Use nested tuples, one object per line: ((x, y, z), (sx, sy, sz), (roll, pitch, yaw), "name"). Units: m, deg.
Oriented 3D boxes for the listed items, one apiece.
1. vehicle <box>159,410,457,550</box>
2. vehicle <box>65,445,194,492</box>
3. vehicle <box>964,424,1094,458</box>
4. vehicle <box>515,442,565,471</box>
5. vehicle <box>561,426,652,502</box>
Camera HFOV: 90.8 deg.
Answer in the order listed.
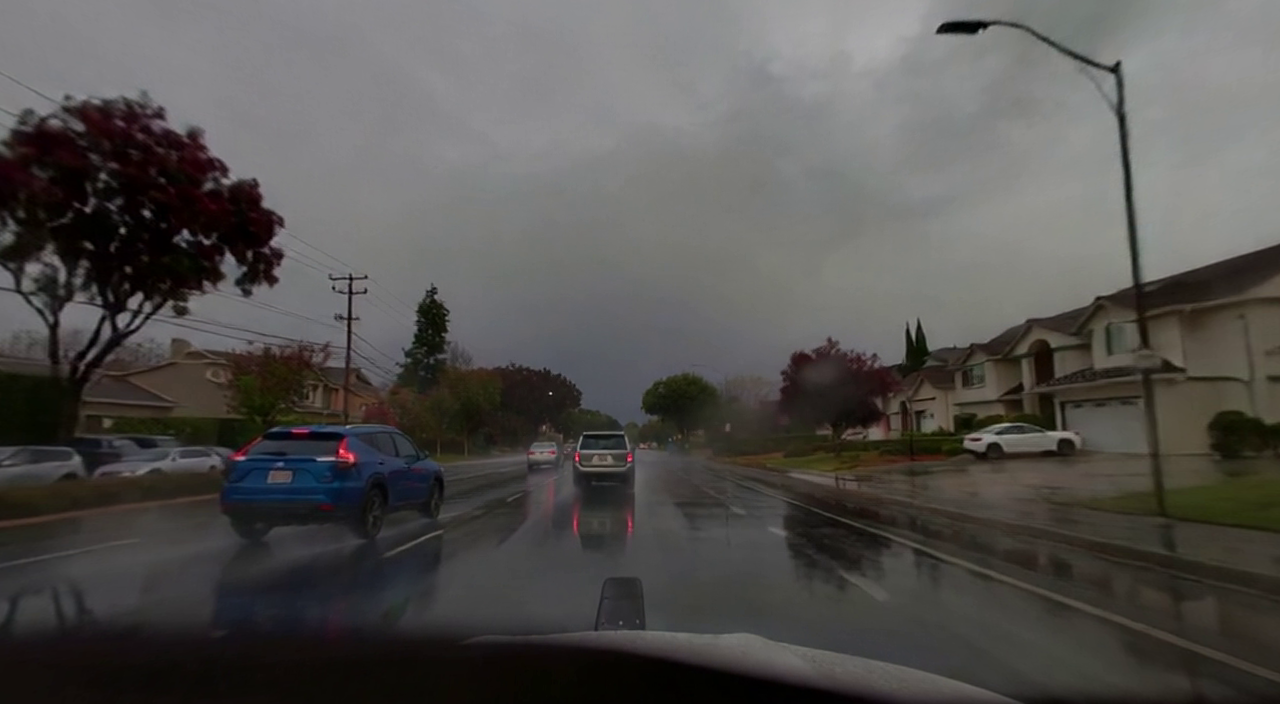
((-4.776, 1.923, 10.177), (2.243, 1.722, 4.621), (0, -8, 0), "vehicle")
((-19.405, 4.410, 24.274), (1.707, 1.523, 3.933), (-2, -7, -1), "vehicle")
((17.304, 3.978, 28.293), (4.500, 1.442, 1.930), (-1, -8, 4), "vehicle")
((-5.437, 5.738, 35.020), (2.014, 1.493, 4.658), (0, -8, 0), "vehicle")
((-0.832, 2.935, 16.984), (2.131, 1.761, 4.242), (0, -8, -1), "vehicle")
